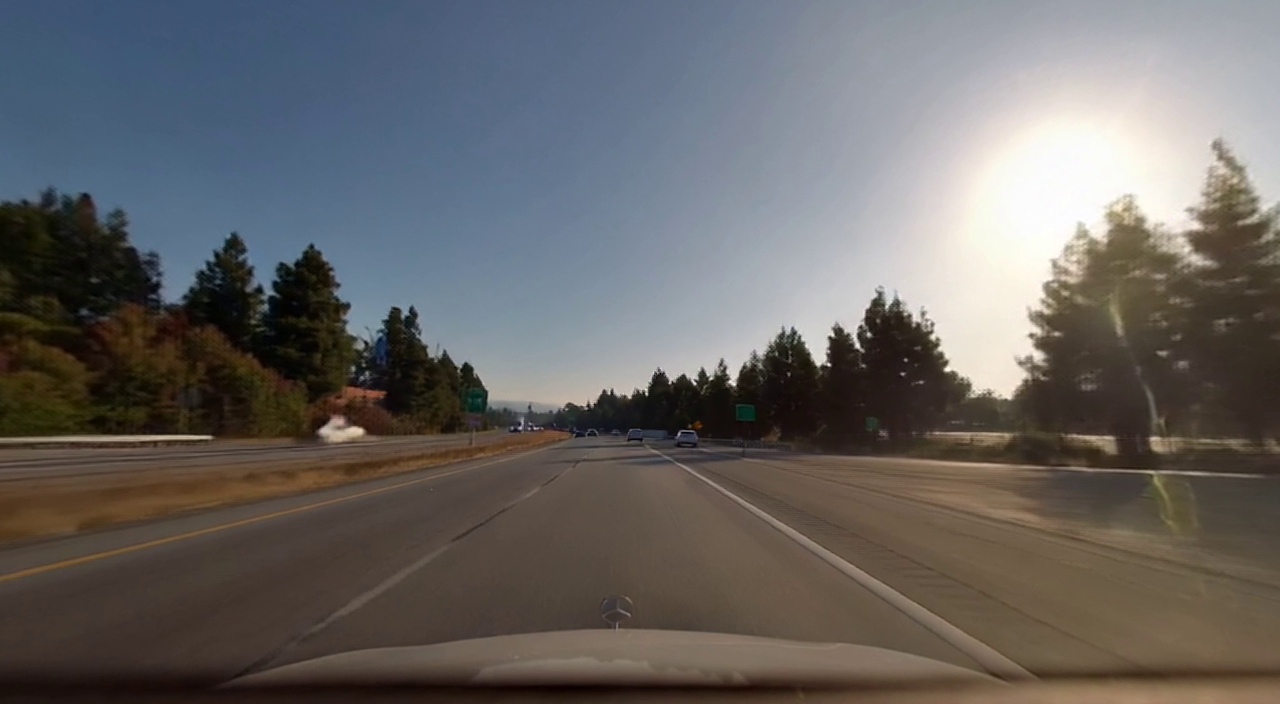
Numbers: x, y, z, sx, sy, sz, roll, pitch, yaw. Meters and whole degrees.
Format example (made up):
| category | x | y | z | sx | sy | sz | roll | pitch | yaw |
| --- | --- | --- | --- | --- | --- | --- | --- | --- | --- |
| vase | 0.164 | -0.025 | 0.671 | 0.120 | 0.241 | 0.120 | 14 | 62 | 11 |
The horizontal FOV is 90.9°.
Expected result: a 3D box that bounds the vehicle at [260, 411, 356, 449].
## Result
| category | x | y | z | sx | sy | sz | roll | pitch | yaw |
| --- | --- | --- | --- | --- | --- | --- | --- | --- | --- |
| vehicle | -13.778 | 3.290 | 26.434 | 1.932 | 1.439 | 4.007 | 0 | -8 | -2 |
